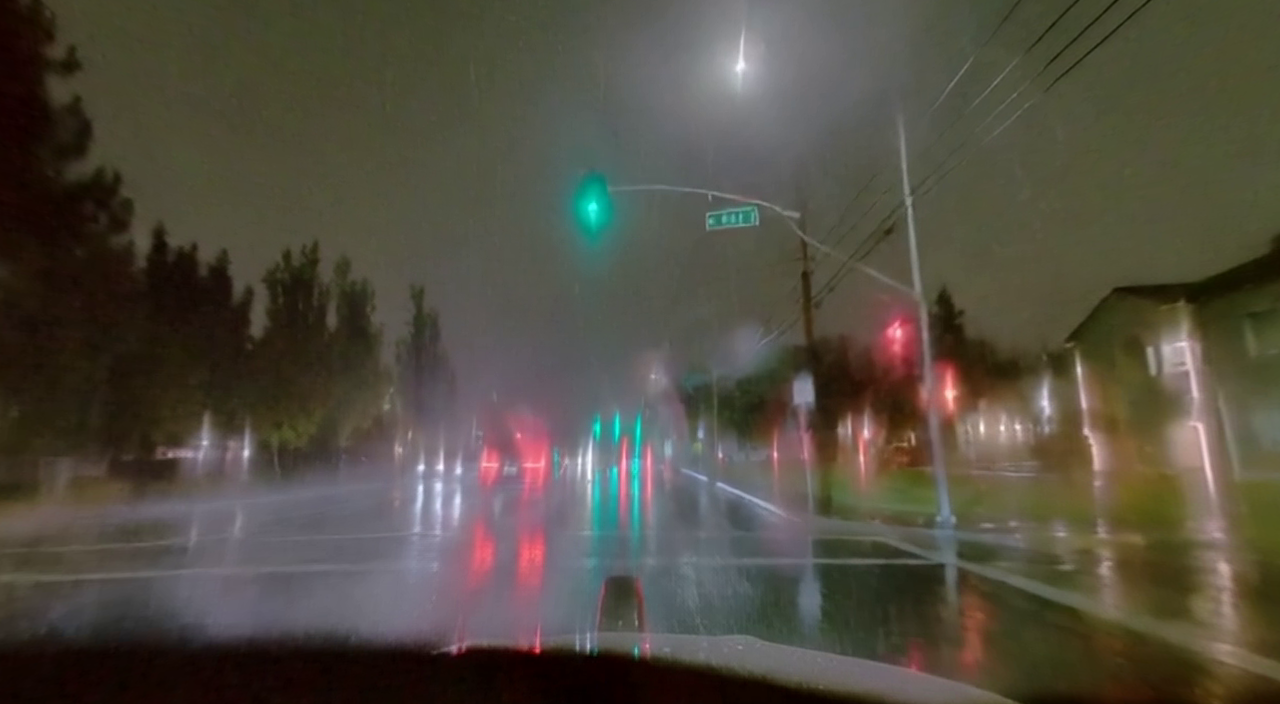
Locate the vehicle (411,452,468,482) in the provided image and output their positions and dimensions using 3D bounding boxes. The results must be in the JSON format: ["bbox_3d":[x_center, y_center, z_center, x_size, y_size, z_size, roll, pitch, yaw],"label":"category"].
[{"bbox_3d":[-12.823,7.398,40.748,2.034,1.661,4.686,-4,-10,2],"label":"vehicle"}]

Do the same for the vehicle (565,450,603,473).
[{"bbox_3d":[-3.847,7.636,44.294,2.268,1.522,4.350,0,-8,0],"label":"vehicle"}]

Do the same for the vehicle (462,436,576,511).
[{"bbox_3d":[-3.113,3.234,17.355,2.157,1.771,4.452,0,-8,1],"label":"vehicle"}]

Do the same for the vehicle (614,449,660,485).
[{"bbox_3d":[-0.136,5.439,30.139,2.062,1.518,3.901,0,-8,0],"label":"vehicle"}]
